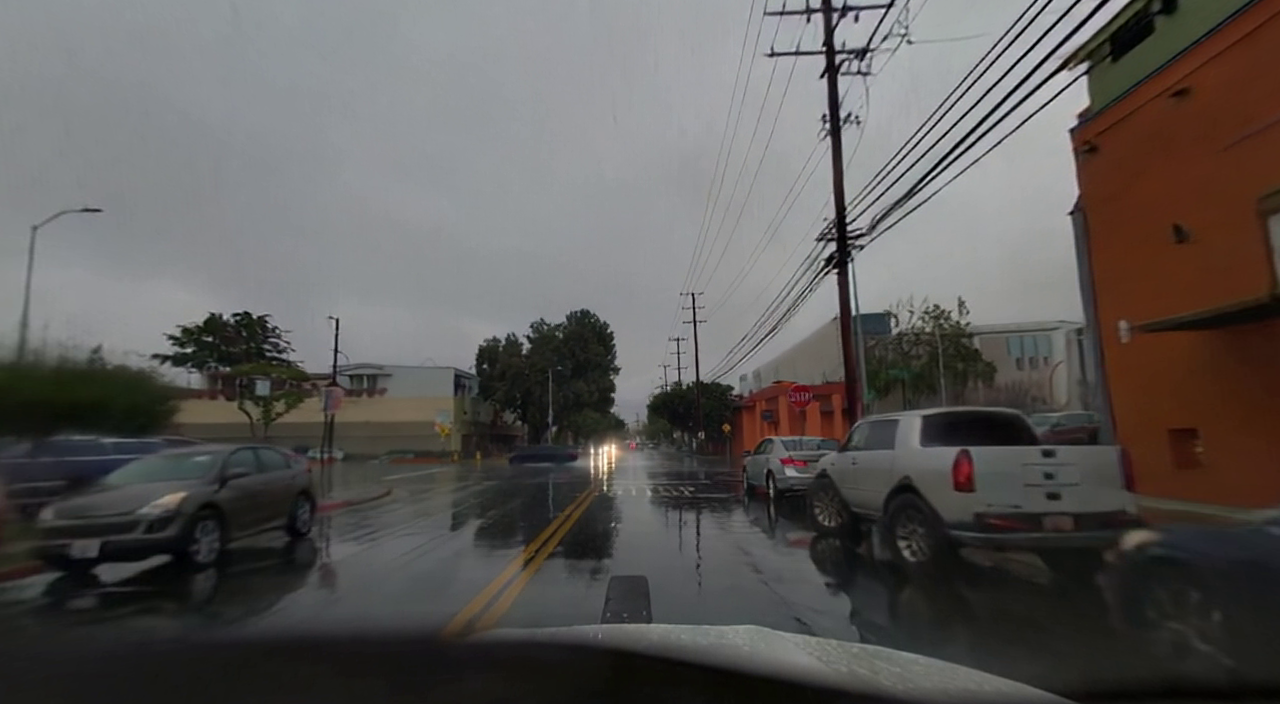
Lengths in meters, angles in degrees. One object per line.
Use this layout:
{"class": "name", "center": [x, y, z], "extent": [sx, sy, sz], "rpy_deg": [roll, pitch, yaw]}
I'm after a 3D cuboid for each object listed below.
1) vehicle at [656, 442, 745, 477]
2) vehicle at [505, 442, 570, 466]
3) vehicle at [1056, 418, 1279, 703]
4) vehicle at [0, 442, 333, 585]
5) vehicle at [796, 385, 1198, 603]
{"class": "vehicle", "center": [2.892, 4.926, 29.284], "extent": [2.033, 1.464, 4.645], "rpy_deg": [-6, -10, 36]}
{"class": "vehicle", "center": [-7.812, 7.792, 48.284], "extent": [4.689, 1.803, 1.958], "rpy_deg": [0, -8, -2]}
{"class": "vehicle", "center": [3.937, 0.941, 2.264], "extent": [1.840, 1.452, 4.517], "rpy_deg": [0, -8, 1]}
{"class": "vehicle", "center": [-6.037, 1.989, 8.594], "extent": [1.820, 1.482, 3.737], "rpy_deg": [0, -8, -1]}
{"class": "vehicle", "center": [3.753, 1.541, 7.982], "extent": [2.178, 1.856, 4.756], "rpy_deg": [2, -7, -2]}
